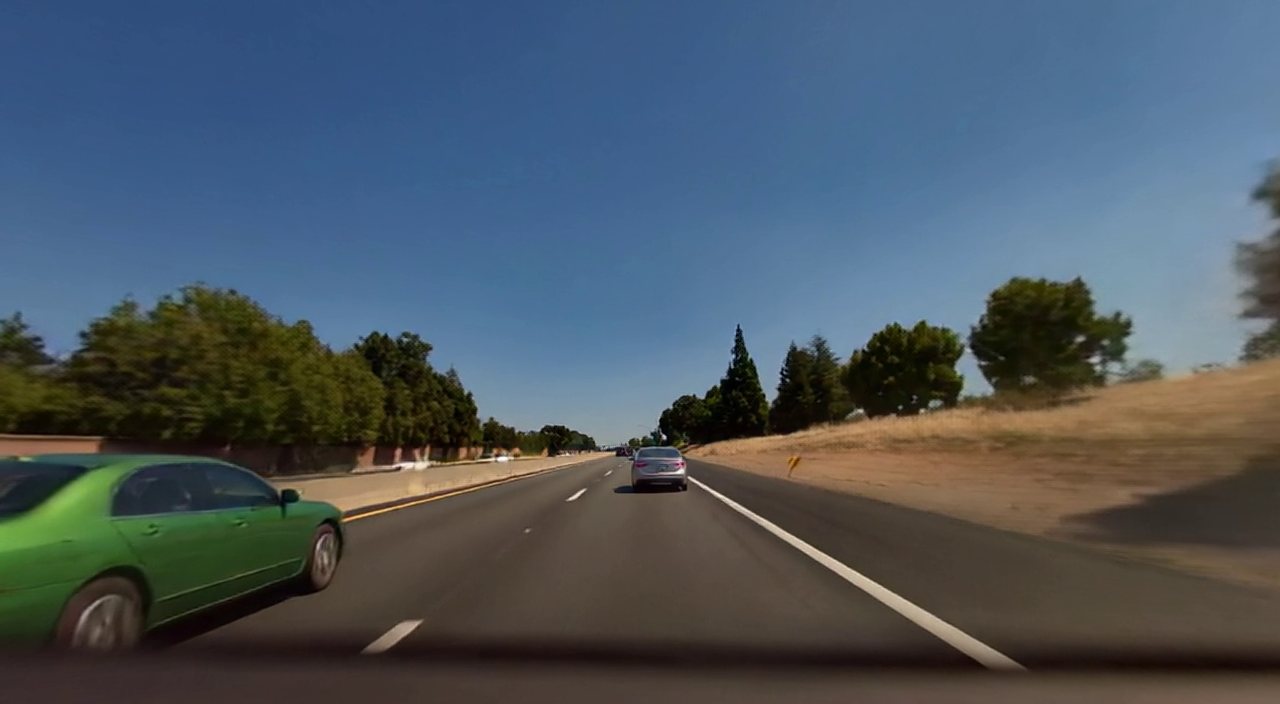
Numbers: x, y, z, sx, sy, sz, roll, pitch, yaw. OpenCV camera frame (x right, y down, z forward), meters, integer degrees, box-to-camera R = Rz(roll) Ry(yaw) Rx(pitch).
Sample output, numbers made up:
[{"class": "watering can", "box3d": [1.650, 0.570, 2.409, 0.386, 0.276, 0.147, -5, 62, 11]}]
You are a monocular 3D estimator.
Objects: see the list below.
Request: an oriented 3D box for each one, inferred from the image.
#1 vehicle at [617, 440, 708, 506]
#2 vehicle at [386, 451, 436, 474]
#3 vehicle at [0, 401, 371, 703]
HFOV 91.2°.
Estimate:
[{"class": "vehicle", "box3d": [0.458, 3.173, 16.872, 2.021, 1.533, 4.014, 0, -9, -4]}, {"class": "vehicle", "box3d": [-17.122, 8.287, 47.055, 1.900, 1.582, 4.150, -1, -9, 5]}, {"class": "vehicle", "box3d": [-3.746, 1.310, 4.749, 2.083, 1.548, 4.251, 1, -9, -9]}]
